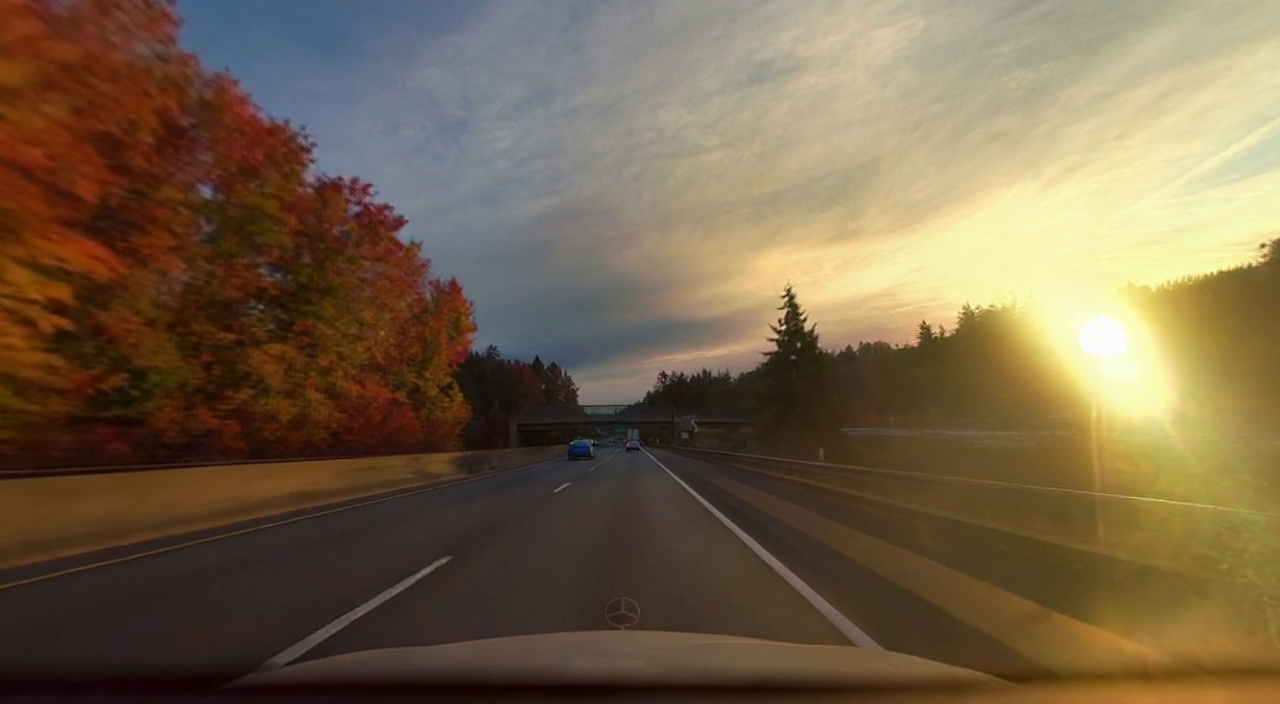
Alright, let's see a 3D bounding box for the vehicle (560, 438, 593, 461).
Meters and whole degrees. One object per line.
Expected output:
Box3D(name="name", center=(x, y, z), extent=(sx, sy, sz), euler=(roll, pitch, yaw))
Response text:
Box3D(name="vehicle", center=(-4.581, 7.135, 46.152), extent=(2.002, 1.553, 4.247), euler=(0, -8, -1))
